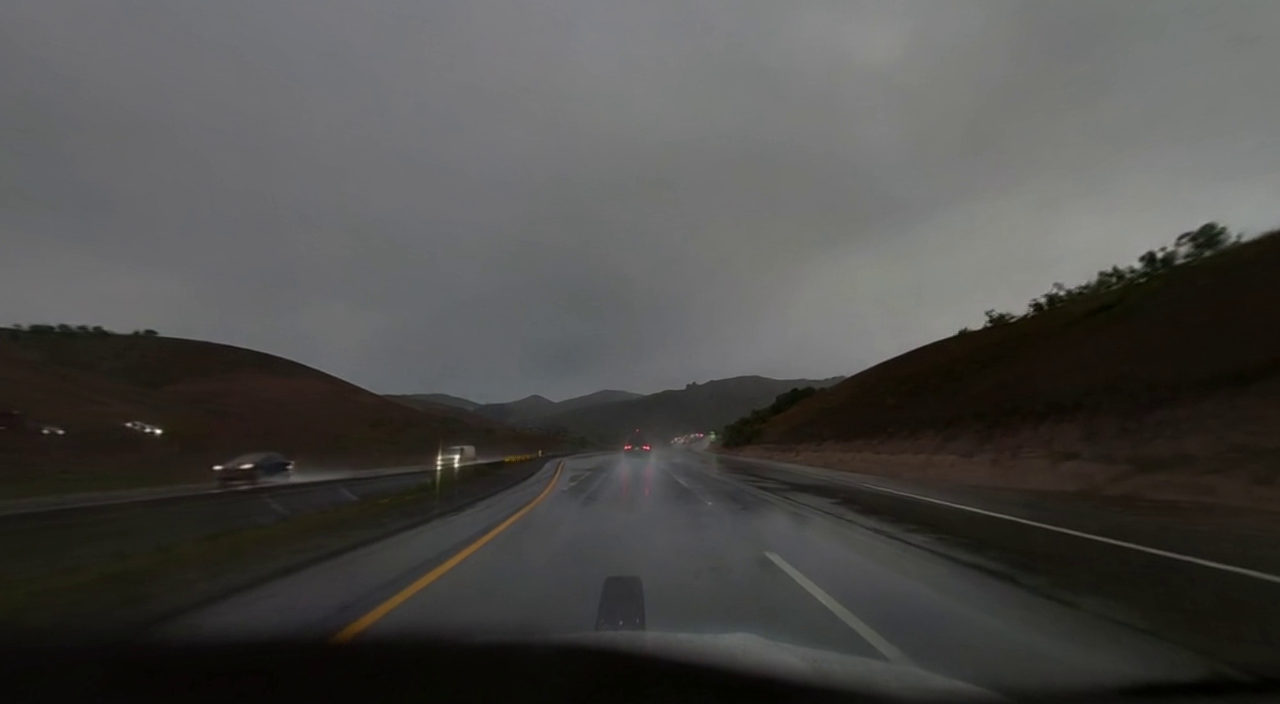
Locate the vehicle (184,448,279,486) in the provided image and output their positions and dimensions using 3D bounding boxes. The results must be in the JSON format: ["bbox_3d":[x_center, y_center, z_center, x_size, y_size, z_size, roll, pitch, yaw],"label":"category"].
[{"bbox_3d":[-21.142,5.936,32.961,1.946,1.778,4.485,0,-9,0],"label":"vehicle"}]
